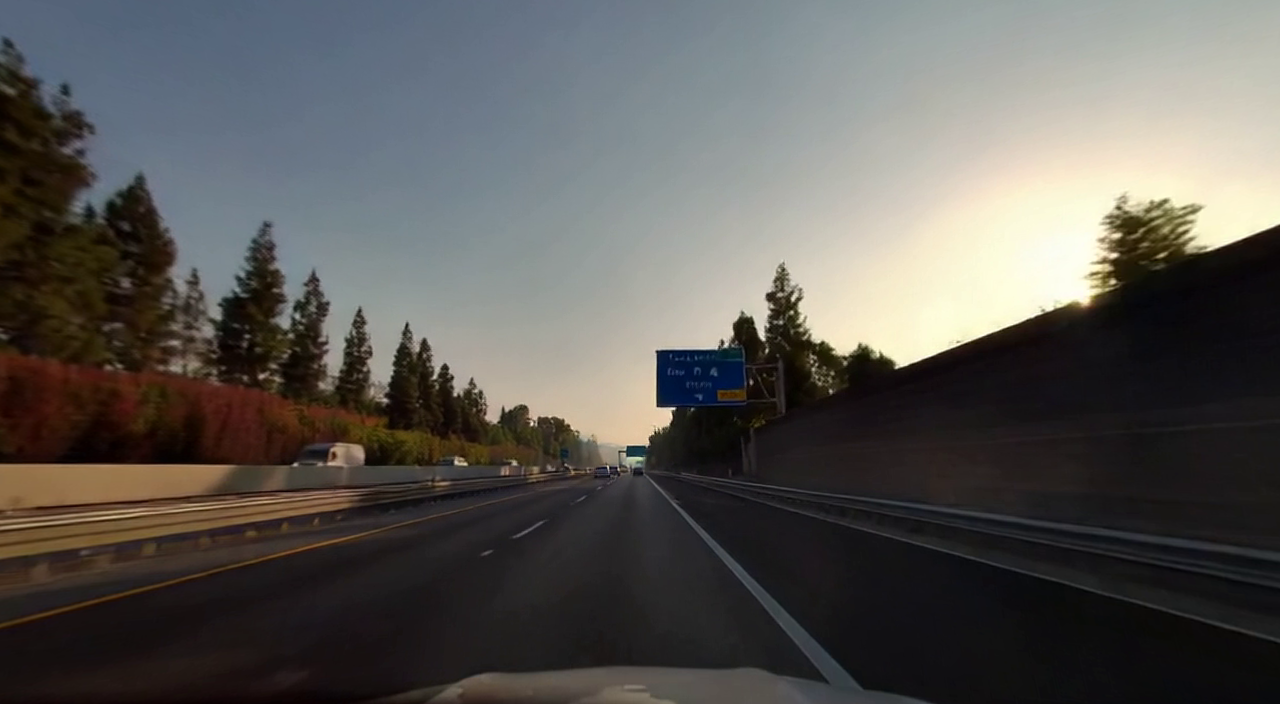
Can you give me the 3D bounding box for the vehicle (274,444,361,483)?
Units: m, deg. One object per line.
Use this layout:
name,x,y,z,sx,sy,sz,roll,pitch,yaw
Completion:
vehicle,-17.318,6.055,34.149,2.202,1.949,4.821,1,-10,-1

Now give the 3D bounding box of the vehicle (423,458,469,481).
vehicle,-13.587,8.282,44.323,1.892,1.505,3.912,1,-10,0
